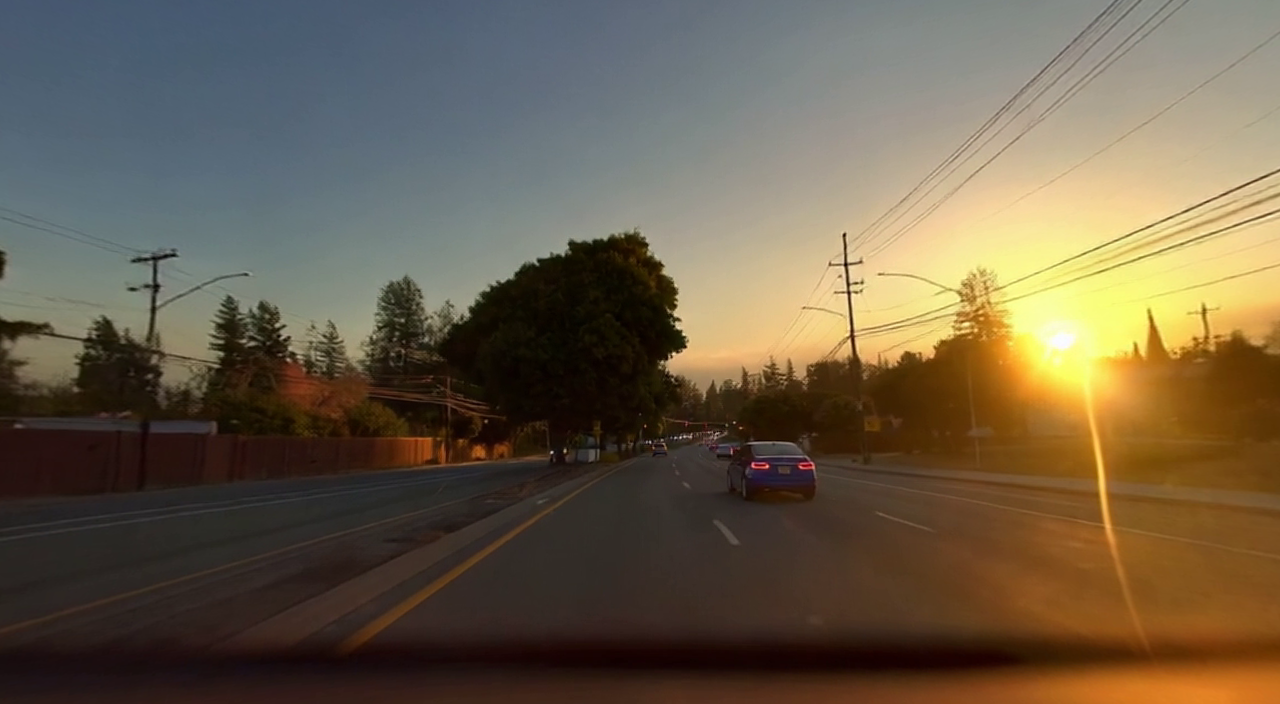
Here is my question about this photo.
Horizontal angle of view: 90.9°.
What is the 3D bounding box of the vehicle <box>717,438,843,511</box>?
[{"bbox_3d":[3.164,2.861,15.232,2.063,1.481,4.247,0,-8,0],"label":"vehicle"}]
